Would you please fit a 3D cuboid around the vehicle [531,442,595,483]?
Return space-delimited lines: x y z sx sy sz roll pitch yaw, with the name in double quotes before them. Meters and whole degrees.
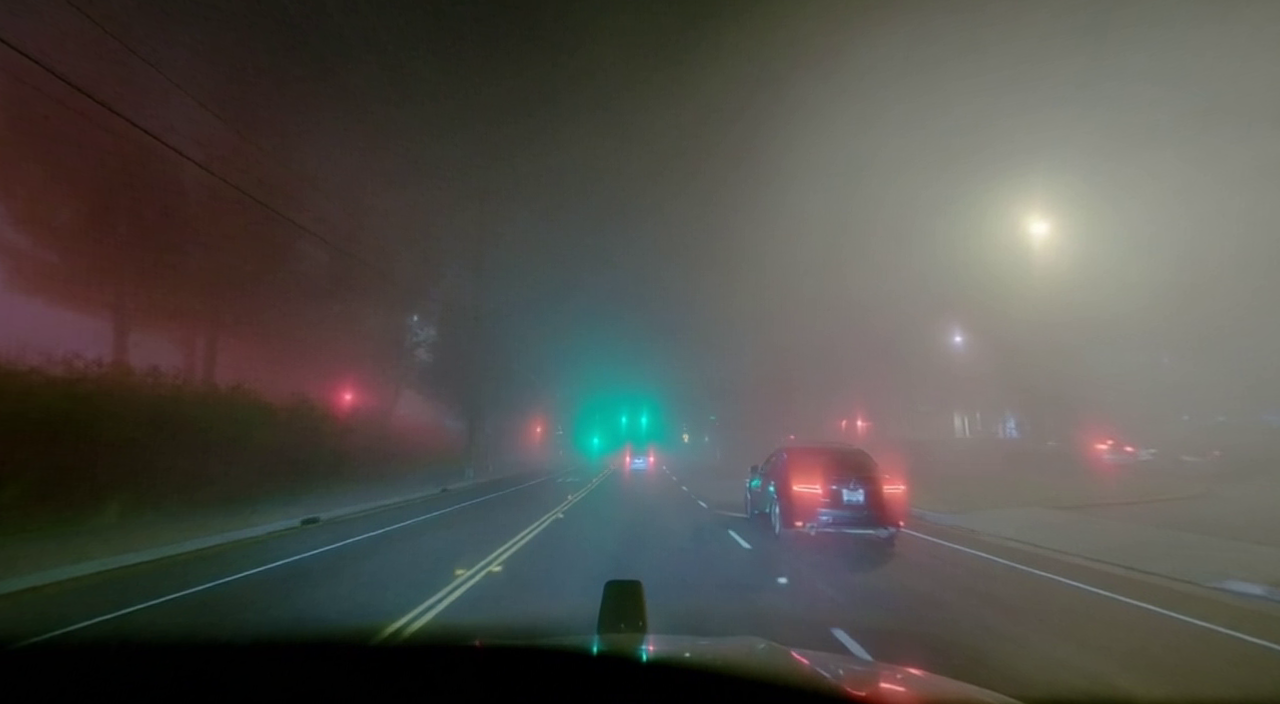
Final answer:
"vehicle" -3.030 4.467 25.778 2.012 1.505 4.205 0 -8 1

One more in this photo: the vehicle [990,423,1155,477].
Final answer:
"vehicle" 16.607 3.870 24.722 2.478 1.836 5.409 0 -9 -2

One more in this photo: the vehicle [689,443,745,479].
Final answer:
"vehicle" 3.398 4.851 28.447 1.943 1.484 4.030 0 -8 -1

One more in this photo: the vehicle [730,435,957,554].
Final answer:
"vehicle" 2.904 2.130 10.258 2.158 1.483 4.415 0 -8 -1

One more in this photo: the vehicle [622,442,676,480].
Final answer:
"vehicle" 0.334 4.574 26.794 2.101 1.467 4.210 0 -8 0
